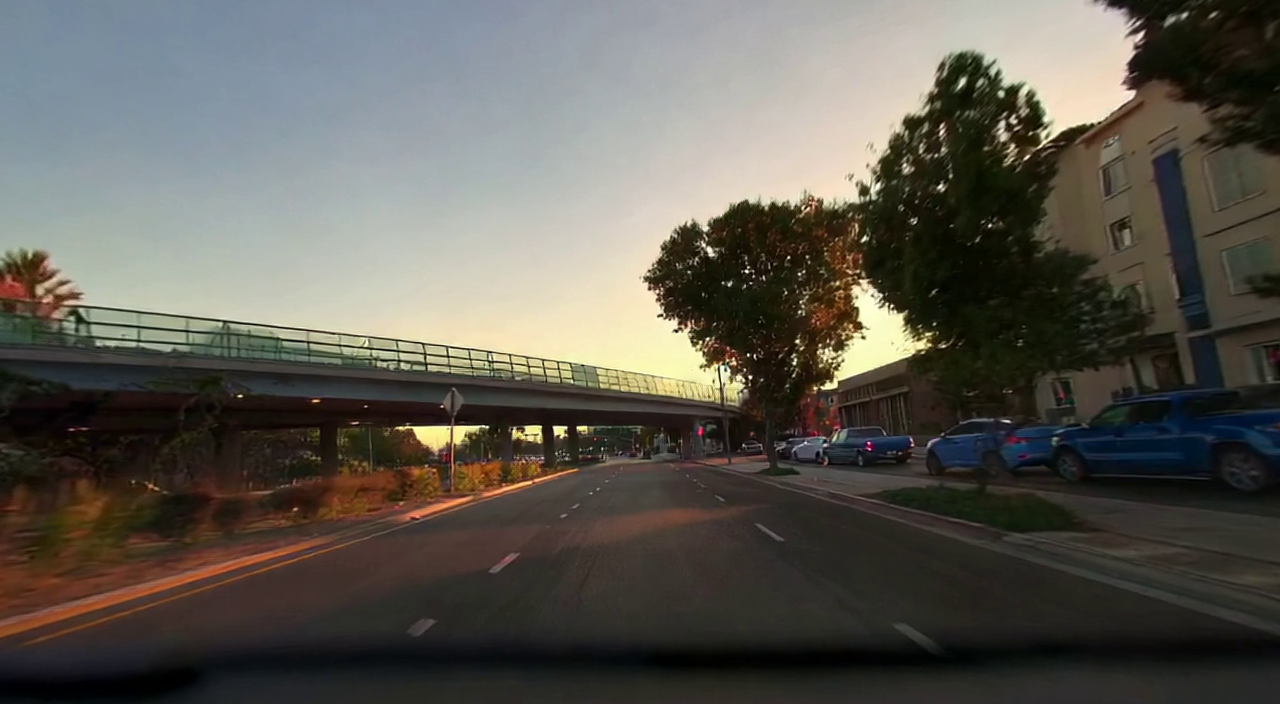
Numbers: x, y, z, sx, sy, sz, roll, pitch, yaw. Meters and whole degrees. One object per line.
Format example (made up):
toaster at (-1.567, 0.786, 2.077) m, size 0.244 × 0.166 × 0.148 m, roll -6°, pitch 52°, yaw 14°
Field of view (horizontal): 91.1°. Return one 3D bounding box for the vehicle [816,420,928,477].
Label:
vehicle at (10.439, 4.468, 29.051) m, size 2.445 × 2.272 × 6.461 m, roll -1°, pitch -9°, yaw -2°

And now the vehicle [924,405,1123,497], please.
vehicle at (10.346, 2.751, 17.604) m, size 2.138 × 1.805 × 5.011 m, roll -11°, pitch -9°, yaw -1°

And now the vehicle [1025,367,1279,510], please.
vehicle at (10.289, 1.576, 11.962) m, size 2.290 × 1.976 × 5.520 m, roll -9°, pitch -9°, yaw 1°
